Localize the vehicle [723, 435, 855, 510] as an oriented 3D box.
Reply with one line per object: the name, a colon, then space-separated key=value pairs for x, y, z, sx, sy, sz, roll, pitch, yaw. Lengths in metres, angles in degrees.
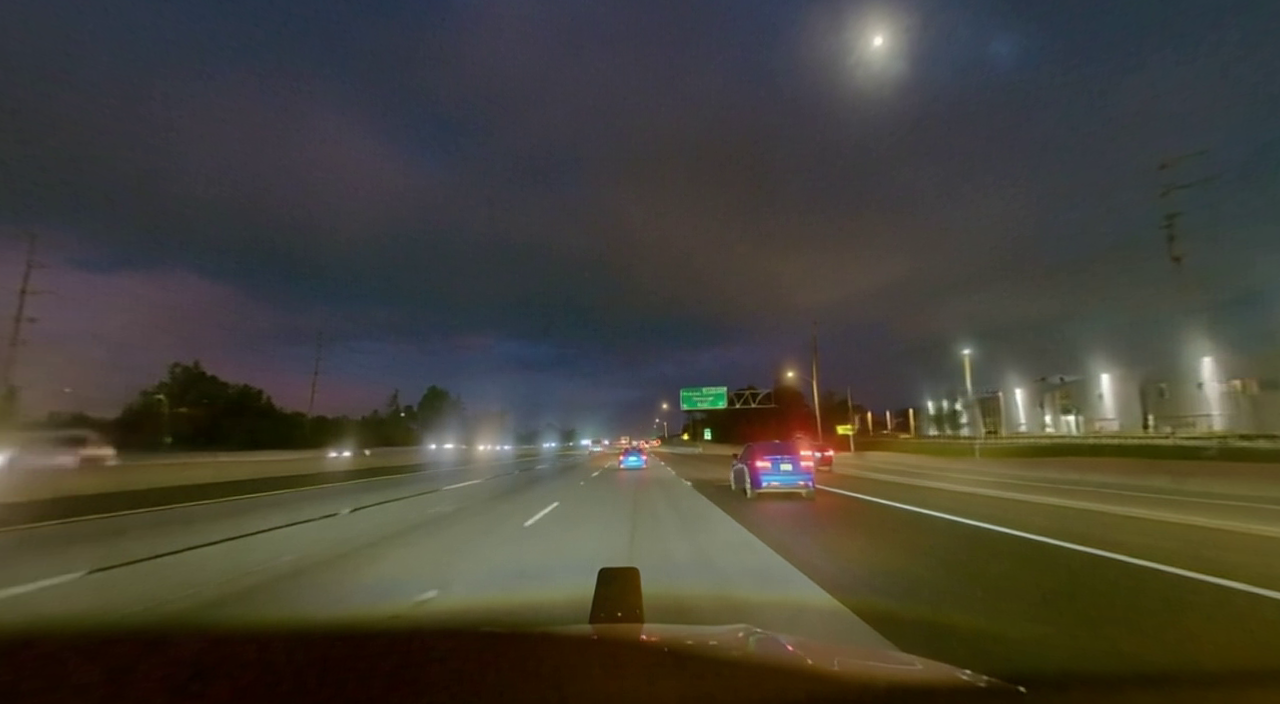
vehicle: x=3.366 y=2.812 z=15.225 sx=1.995 sy=1.533 sz=4.463 roll=0 pitch=-8 yaw=-2

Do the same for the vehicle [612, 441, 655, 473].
vehicle: x=-0.346 y=5.191 z=31.375 sx=2.019 sy=1.472 sz=3.971 roll=0 pitch=-8 yaw=-1
